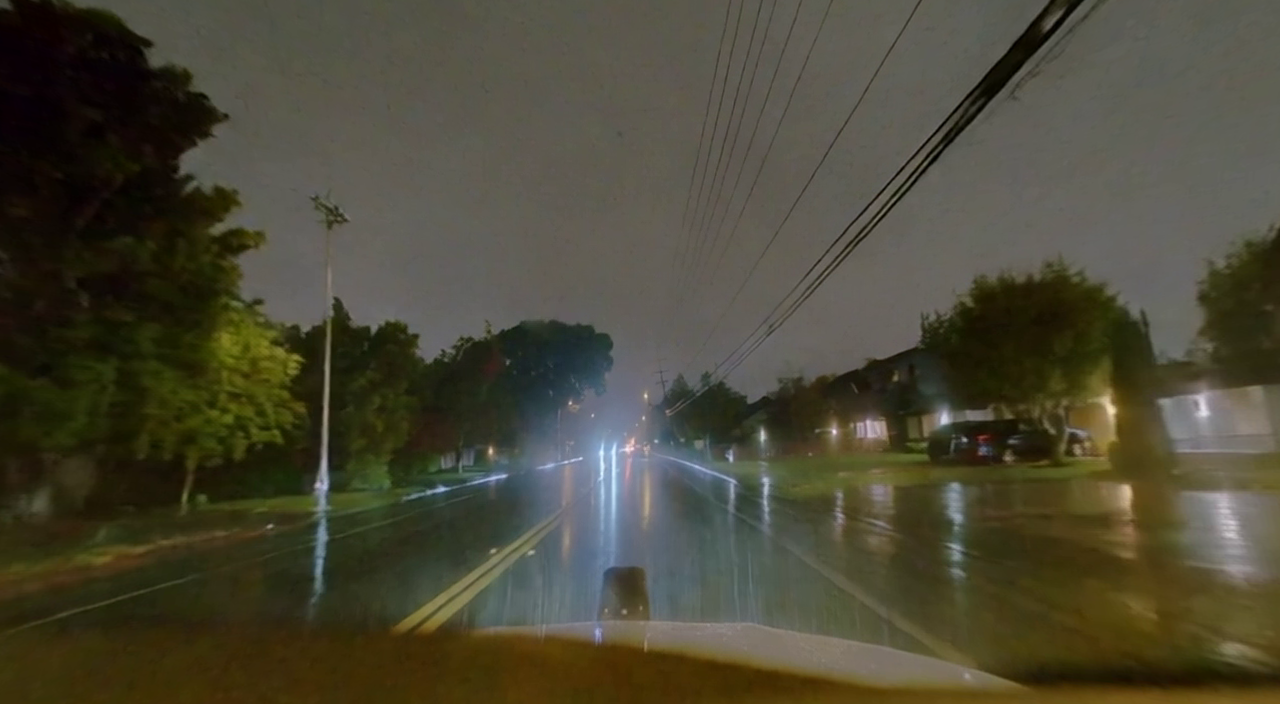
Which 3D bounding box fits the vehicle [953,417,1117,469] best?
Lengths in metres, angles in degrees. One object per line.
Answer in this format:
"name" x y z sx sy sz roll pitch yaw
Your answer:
"vehicle" 14.078 3.267 22.687 4.512 1.701 2.017 -1 -8 -2
